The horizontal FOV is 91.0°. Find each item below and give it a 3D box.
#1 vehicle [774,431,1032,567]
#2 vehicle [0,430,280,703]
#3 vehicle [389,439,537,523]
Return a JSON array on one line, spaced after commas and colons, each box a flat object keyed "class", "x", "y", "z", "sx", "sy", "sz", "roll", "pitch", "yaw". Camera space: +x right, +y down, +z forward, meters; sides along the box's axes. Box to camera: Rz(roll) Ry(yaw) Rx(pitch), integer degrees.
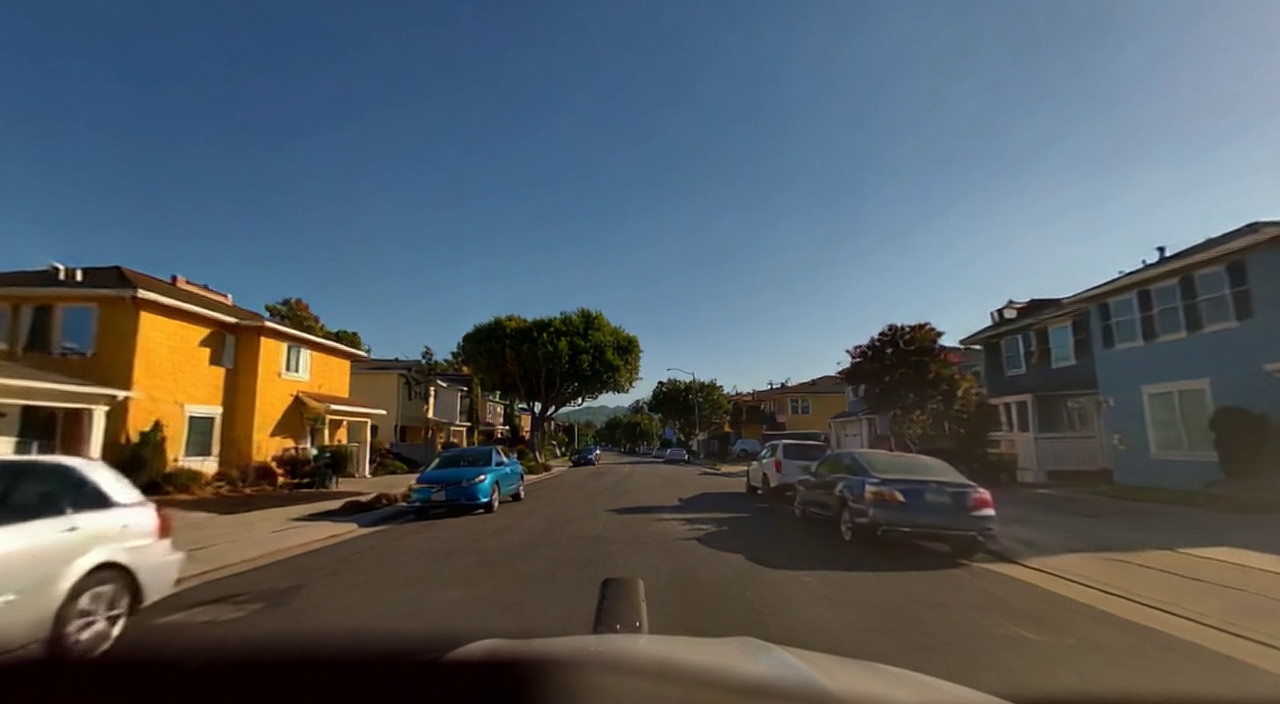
[{"class": "vehicle", "x": 3.396, "y": 1.967, "z": 9.273, "sx": 1.888, "sy": 1.484, "sz": 4.476, "roll": 0, "pitch": -8, "yaw": 0}, {"class": "vehicle", "x": -4.256, "y": 1.114, "z": 3.025, "sx": 2.020, "sy": 1.470, "sz": 5.300, "roll": 0, "pitch": -8, "yaw": -1}, {"class": "vehicle", "x": -3.833, "y": 2.835, "z": 14.611, "sx": 2.089, "sy": 1.508, "sz": 4.537, "roll": 2, "pitch": -7, "yaw": 0}]
